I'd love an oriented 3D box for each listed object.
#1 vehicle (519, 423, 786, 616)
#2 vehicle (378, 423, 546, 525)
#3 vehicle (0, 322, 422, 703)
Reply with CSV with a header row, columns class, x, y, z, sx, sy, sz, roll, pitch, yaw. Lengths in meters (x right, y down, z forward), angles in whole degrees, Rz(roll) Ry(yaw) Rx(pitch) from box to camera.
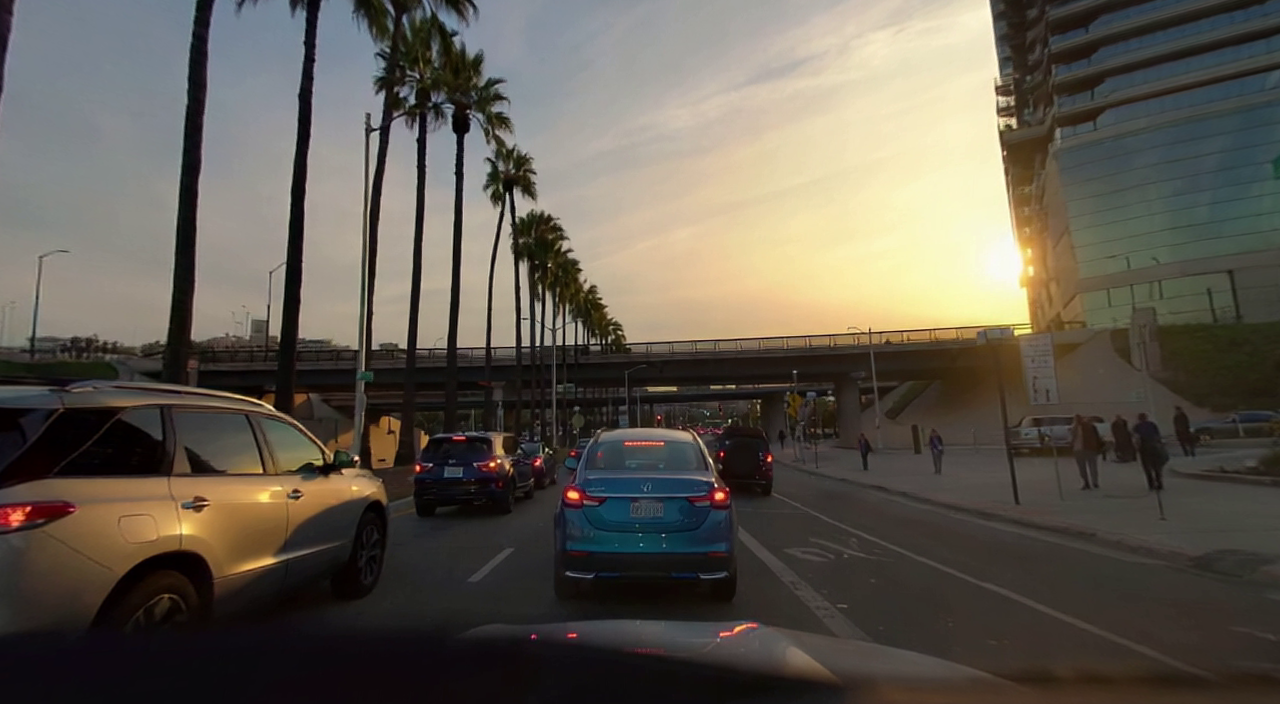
class,x,y,z,sx,sy,sz,roll,pitch,yaw
vehicle,0.084,1.592,6.975,2.036,1.461,4.129,0,-8,0
vehicle,-3.199,2.292,12.346,1.955,1.637,4.032,0,-8,2
vehicle,-3.262,1.060,4.181,2.014,1.740,4.359,0,-8,1
